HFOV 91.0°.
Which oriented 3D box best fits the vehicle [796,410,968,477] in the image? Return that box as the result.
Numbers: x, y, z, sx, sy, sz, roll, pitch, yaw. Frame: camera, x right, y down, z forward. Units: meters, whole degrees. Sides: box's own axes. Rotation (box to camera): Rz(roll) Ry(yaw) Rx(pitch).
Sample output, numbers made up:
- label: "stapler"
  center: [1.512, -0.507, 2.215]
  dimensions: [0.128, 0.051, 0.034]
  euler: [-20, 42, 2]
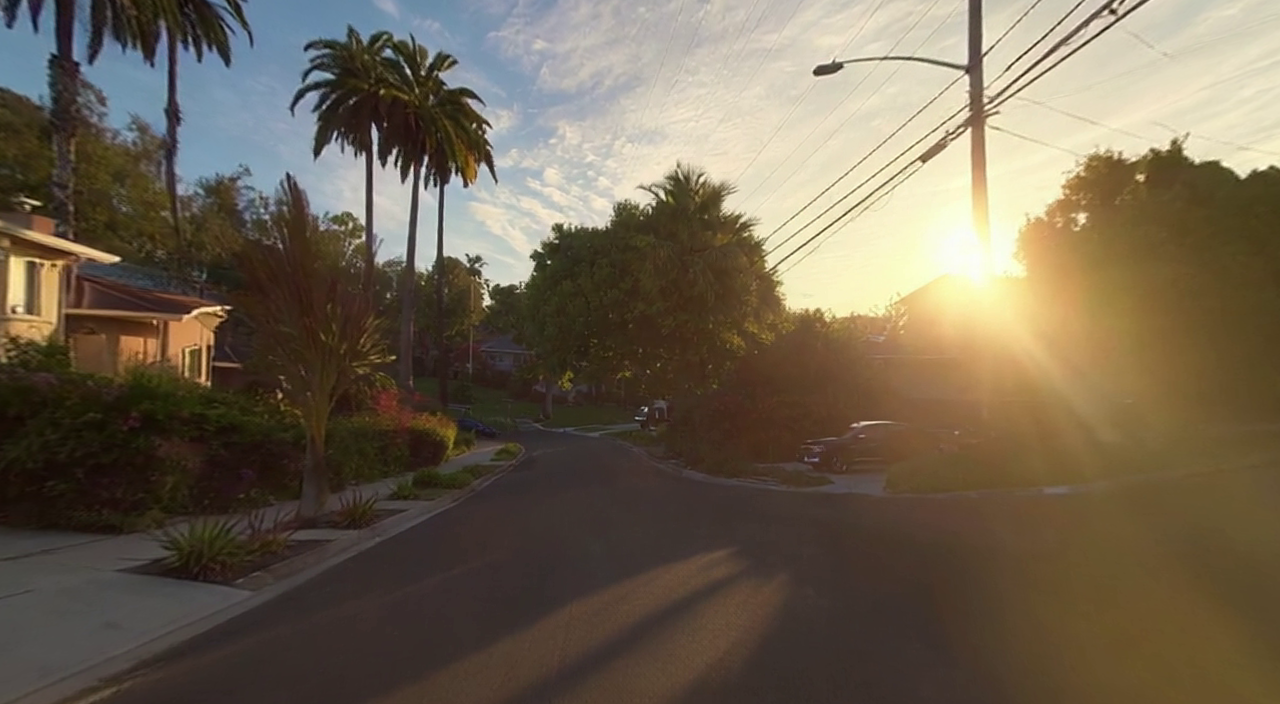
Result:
- label: "vehicle"
  center: [8.362, 3.208, 21.707]
  dimensions: [5.663, 1.913, 2.170]
  euler: [7, -10, -24]
